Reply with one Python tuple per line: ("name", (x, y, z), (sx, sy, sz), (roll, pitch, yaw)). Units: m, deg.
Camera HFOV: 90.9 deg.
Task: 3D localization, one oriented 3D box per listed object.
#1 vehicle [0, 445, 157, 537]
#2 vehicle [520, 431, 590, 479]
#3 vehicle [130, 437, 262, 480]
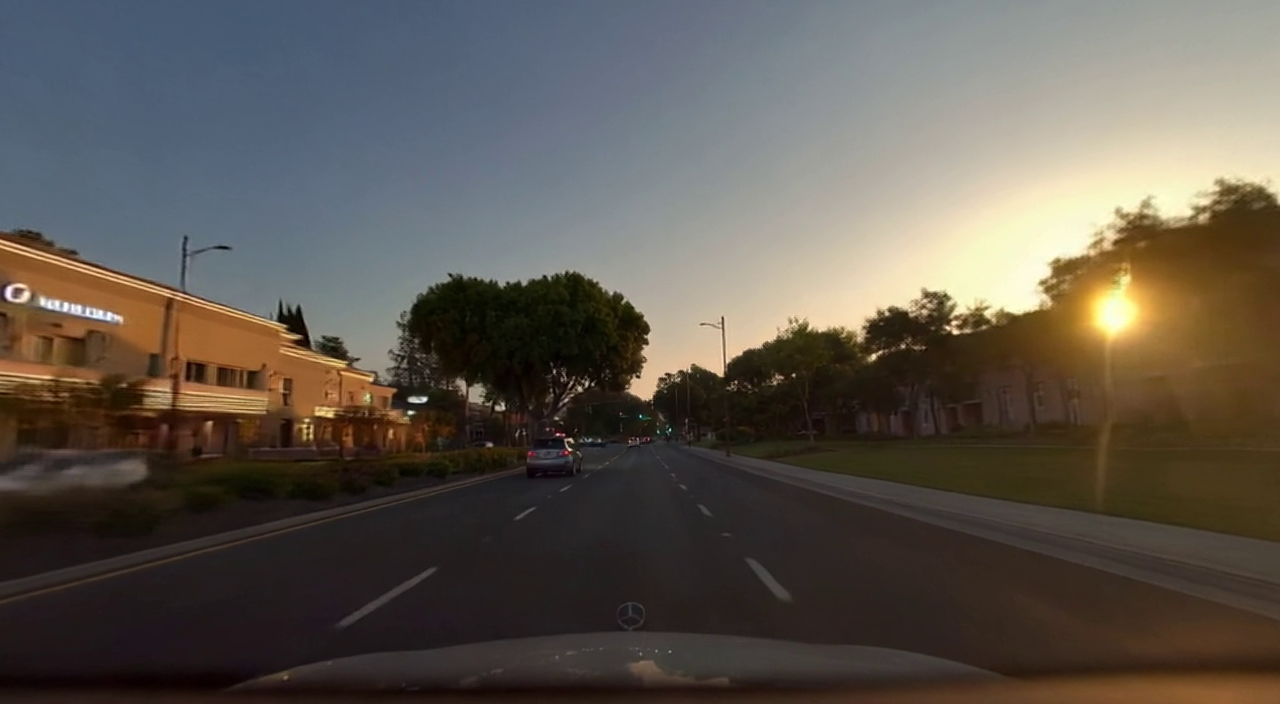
("vehicle", (-11.347, 2.426, 11.369), (1.930, 1.480, 4.115), (0, -8, 1))
("vehicle", (-3.208, 4.021, 24.904), (2.062, 1.693, 4.669), (0, -8, 1))
("vehicle", (-22.432, 5.402, 32.281), (2.452, 1.859, 5.964), (-3, -9, -1))
